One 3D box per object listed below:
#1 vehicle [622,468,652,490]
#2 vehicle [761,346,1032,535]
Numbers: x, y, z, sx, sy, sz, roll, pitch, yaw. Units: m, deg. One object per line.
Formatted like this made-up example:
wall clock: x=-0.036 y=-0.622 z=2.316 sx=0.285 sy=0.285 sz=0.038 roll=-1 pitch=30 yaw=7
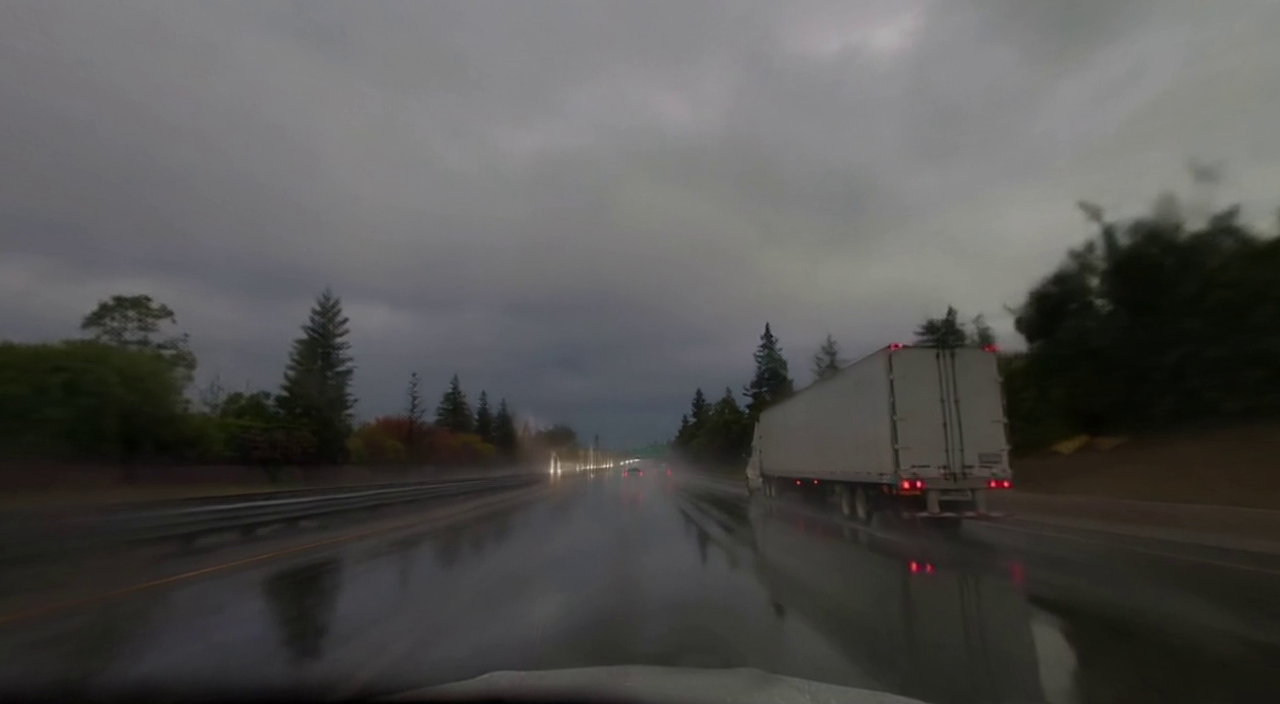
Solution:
vehicle: x=-0.241 y=8.933 z=44.524 sx=2.029 sy=1.459 sz=3.684 roll=1 pitch=-10 yaw=-1
vehicle: x=6.860 y=3.147 z=20.608 sx=2.926 sy=4.073 sz=13.836 roll=1 pitch=-10 yaw=0
